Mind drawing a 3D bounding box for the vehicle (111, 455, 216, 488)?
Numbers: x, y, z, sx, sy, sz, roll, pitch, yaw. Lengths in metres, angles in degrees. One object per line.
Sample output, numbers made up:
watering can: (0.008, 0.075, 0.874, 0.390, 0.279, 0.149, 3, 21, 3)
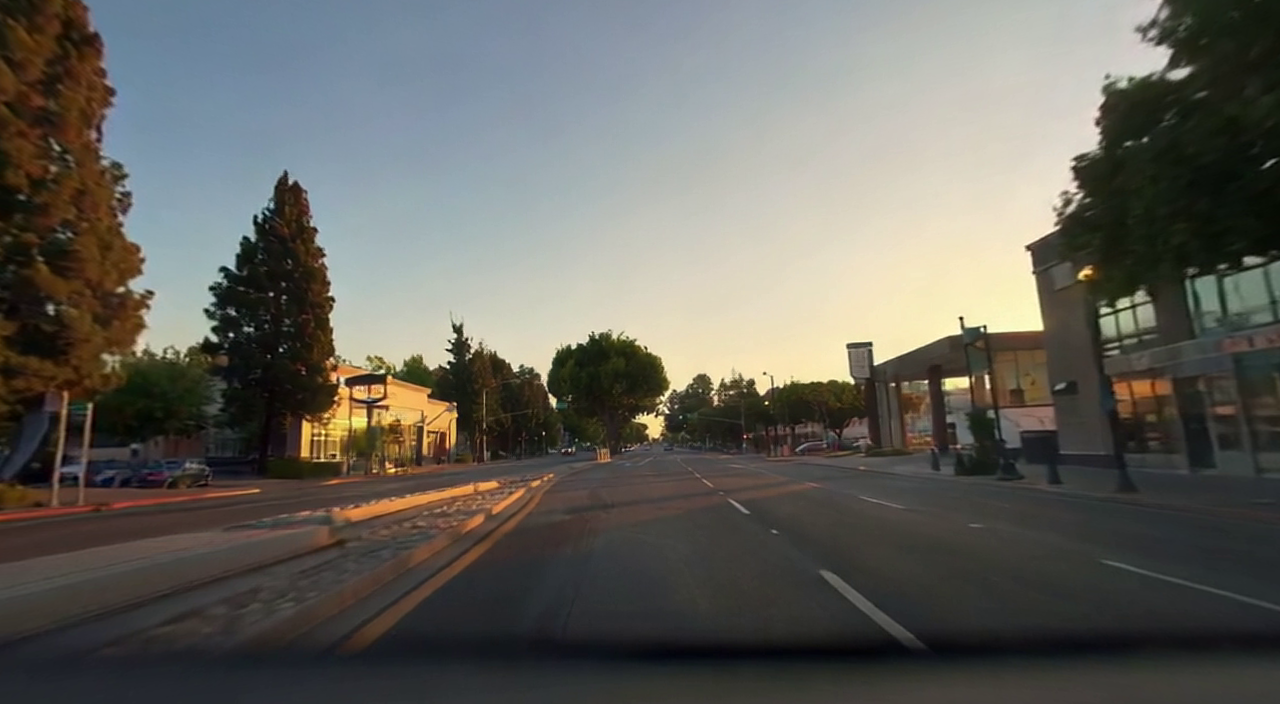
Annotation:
vehicle: (-24.854, 6.208, 33.189, 1.908, 1.502, 4.584, 0, -8, 1)

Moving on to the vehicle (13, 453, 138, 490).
vehicle: (-29.700, 6.263, 33.477, 2.101, 1.733, 4.689, 0, -8, 3)
